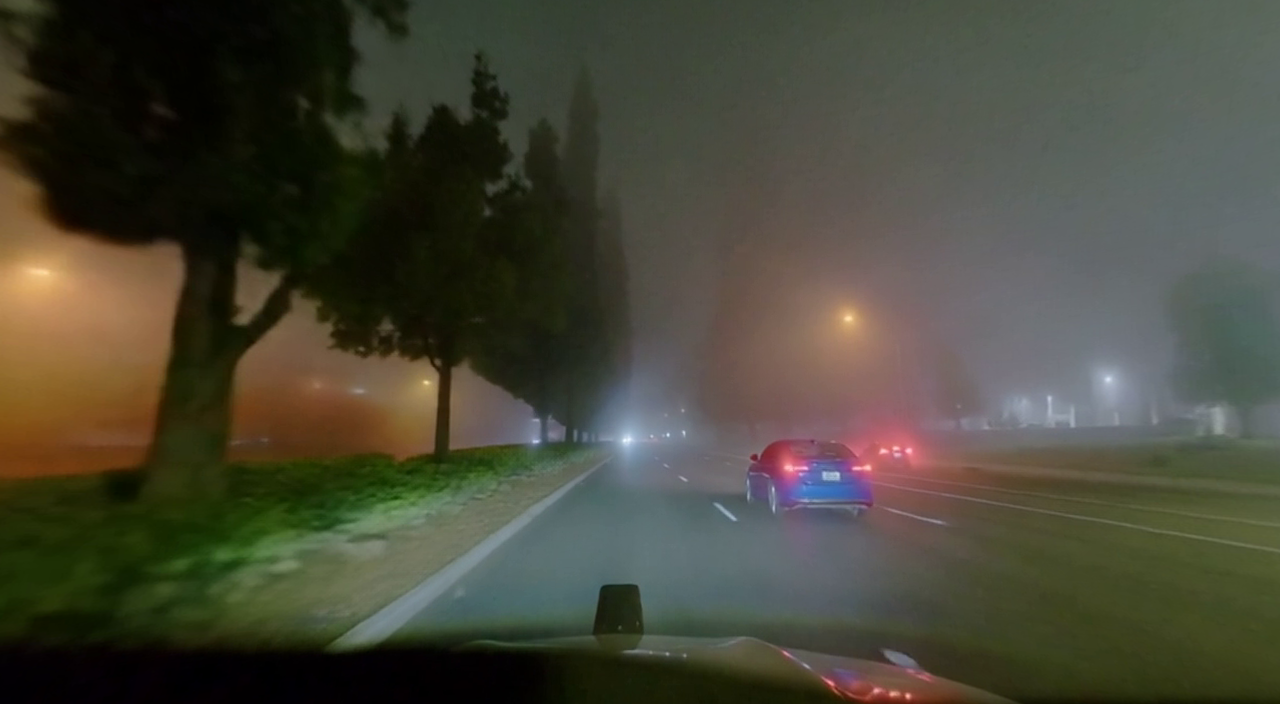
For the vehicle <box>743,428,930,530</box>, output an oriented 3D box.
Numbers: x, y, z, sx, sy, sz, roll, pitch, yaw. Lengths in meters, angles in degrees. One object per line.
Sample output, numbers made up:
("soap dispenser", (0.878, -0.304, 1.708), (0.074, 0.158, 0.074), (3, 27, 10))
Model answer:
("vehicle", (3.233, 2.171, 11.435), (1.950, 1.473, 4.259), (0, -8, -1))
